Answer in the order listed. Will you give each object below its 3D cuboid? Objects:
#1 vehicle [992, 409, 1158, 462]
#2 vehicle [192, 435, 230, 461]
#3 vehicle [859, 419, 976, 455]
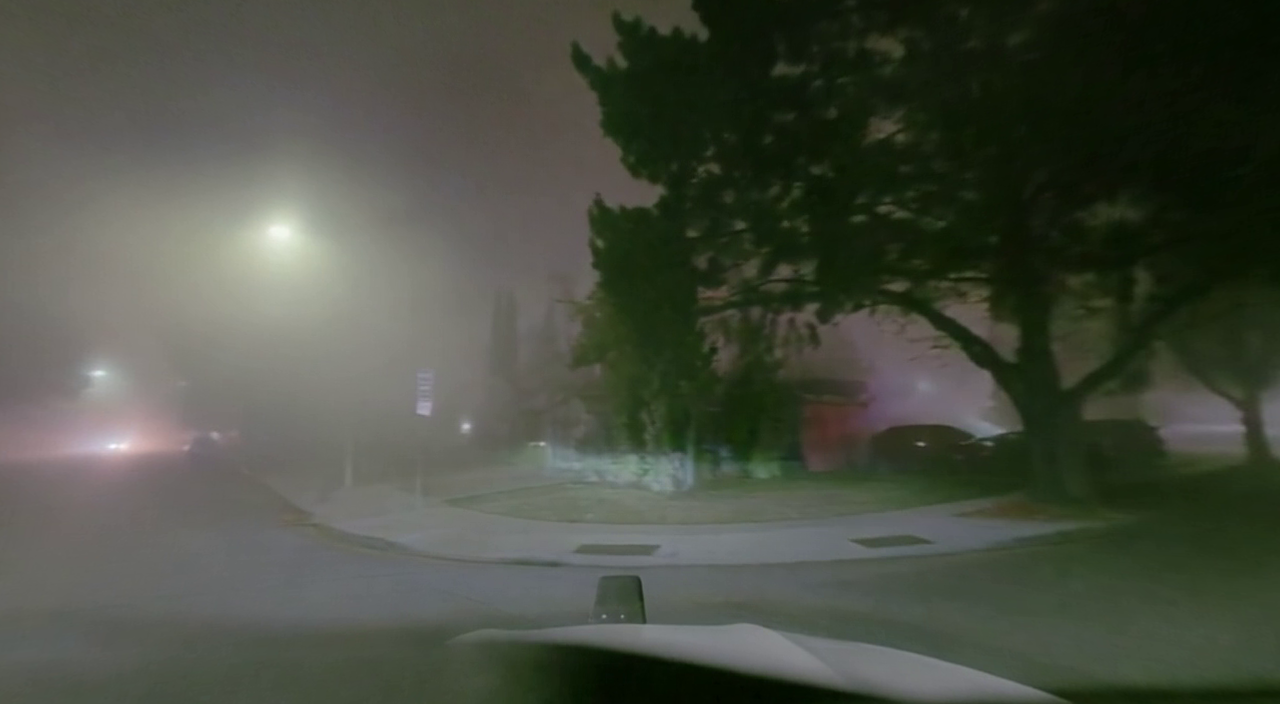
[{"bbox_3d":[15.915,3.126,23.387,1.918,1.745,4.559,6,-10,-36],"label":"vehicle"},{"bbox_3d":[-30.018,6.691,44.136,2.018,1.665,4.226,6,-10,-35],"label":"vehicle"},{"bbox_3d":[12.513,3.897,28.766,1.855,1.470,4.531,6,-10,-34],"label":"vehicle"}]
